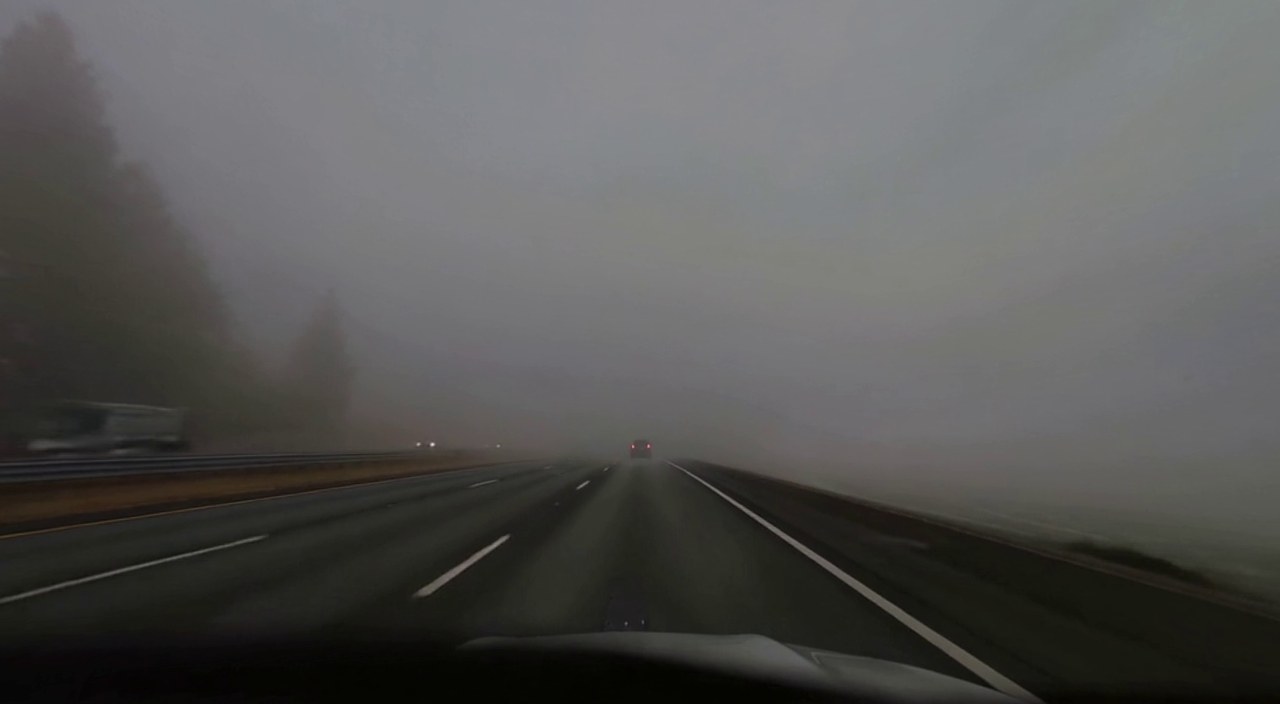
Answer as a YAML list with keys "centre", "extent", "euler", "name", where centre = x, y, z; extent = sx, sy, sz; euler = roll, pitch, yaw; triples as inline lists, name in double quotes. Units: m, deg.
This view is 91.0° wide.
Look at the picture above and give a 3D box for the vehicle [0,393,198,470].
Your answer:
- centre: [-20.040, 3.008, 23.384]
  extent: [2.335, 2.464, 6.588]
  euler: [0, -8, 0]
  name: "vehicle"
